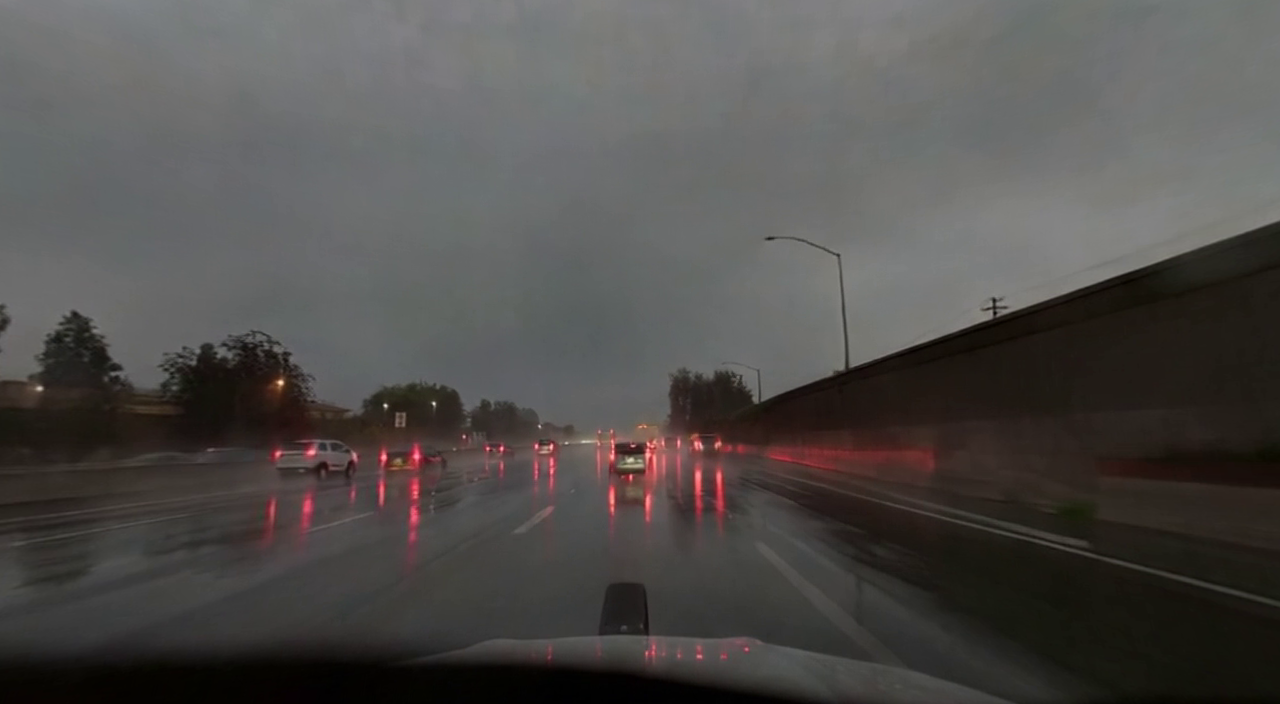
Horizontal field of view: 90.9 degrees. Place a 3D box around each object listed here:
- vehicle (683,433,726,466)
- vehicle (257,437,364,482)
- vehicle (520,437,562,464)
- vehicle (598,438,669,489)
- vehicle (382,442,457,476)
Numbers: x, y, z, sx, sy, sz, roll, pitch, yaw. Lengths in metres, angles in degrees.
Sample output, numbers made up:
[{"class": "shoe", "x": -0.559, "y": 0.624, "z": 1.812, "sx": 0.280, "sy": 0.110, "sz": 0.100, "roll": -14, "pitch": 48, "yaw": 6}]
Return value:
[{"class": "vehicle", "x": 3.678, "y": 5.622, "z": 36.581, "sx": 2.001, "sy": 1.771, "sz": 4.250, "roll": 0, "pitch": -8, "yaw": -1}, {"class": "vehicle", "x": -13.667, "y": 4.487, "z": 26.534, "sx": 2.045, "sy": 1.712, "sz": 4.457, "roll": 0, "pitch": -8, "yaw": 1}, {"class": "vehicle", "x": -6.521, "y": 6.579, "z": 42.146, "sx": 2.060, "sy": 1.669, "sz": 4.242, "roll": 0, "pitch": -8, "yaw": 1}, {"class": "vehicle", "x": -0.146, "y": 3.555, "z": 20.503, "sx": 2.042, "sy": 1.446, "sz": 4.269, "roll": 0, "pitch": -8, "yaw": 1}, {"class": "vehicle", "x": -10.391, "y": 5.058, "z": 30.109, "sx": 1.961, "sy": 1.510, "sz": 4.260, "roll": 0, "pitch": -8, "yaw": 1}]
